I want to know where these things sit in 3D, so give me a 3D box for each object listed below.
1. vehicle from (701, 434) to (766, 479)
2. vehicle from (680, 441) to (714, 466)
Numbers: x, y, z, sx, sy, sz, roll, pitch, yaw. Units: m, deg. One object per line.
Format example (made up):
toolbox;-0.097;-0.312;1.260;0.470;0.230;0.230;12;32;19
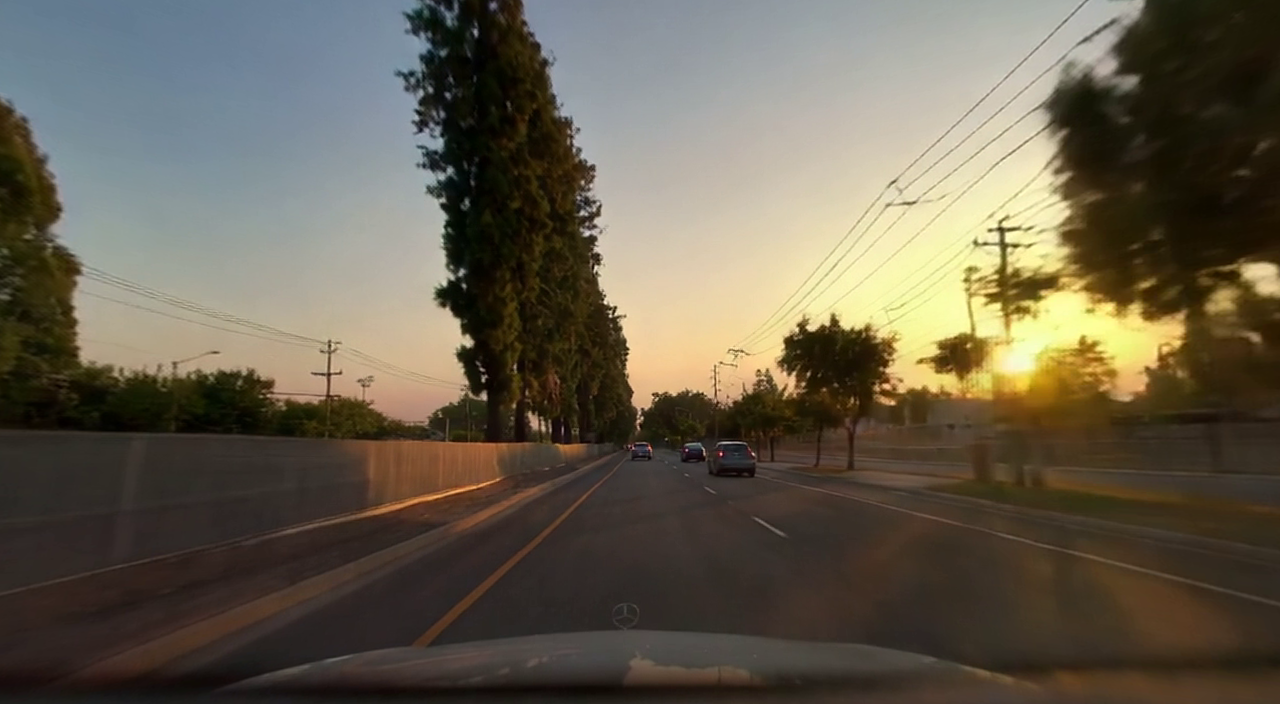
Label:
vehicle;4.081;4.685;28.453;2.112;1.825;4.574;0;-9;-1
vehicle;4.017;7.223;44.879;2.012;1.653;4.115;0;-9;0
